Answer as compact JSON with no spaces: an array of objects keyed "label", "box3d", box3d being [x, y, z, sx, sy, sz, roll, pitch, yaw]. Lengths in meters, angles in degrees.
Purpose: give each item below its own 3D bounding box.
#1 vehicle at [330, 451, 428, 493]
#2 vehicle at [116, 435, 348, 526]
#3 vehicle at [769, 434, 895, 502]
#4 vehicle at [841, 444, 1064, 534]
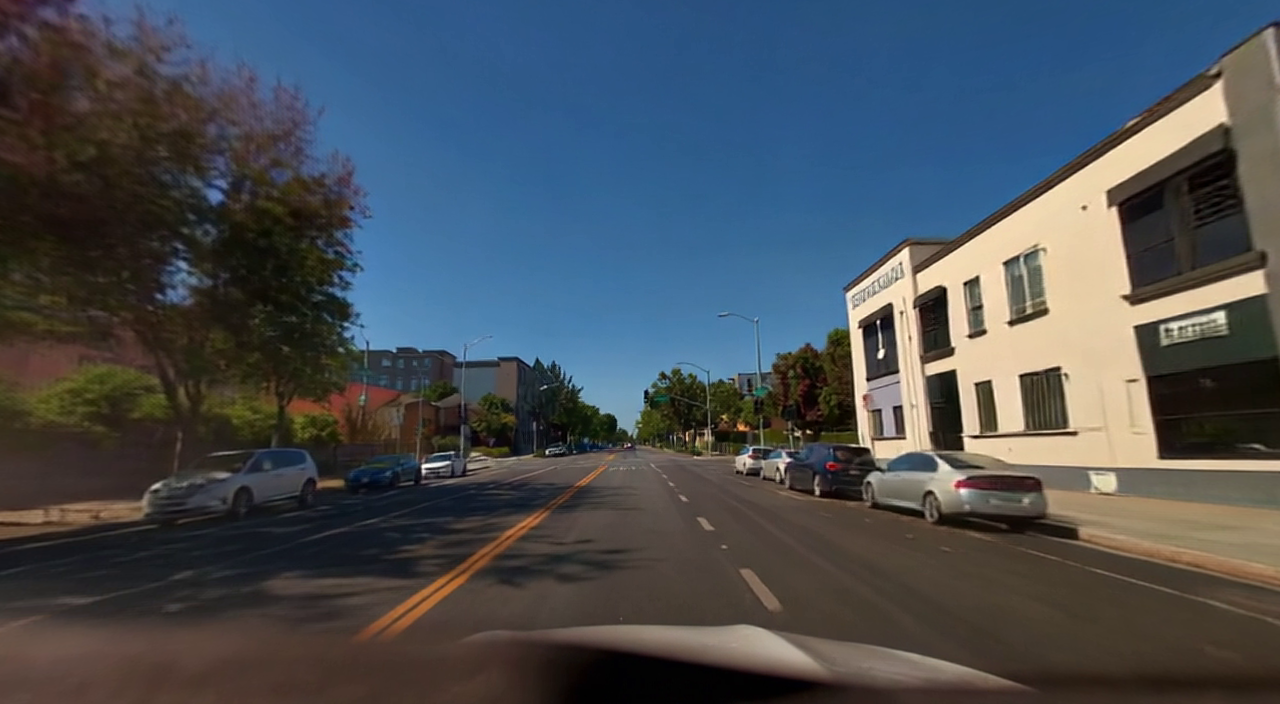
[{"label":"vehicle","box3d":[-10.193,4.688,25.092,1.953,1.387,4.529,0,-8,0]},{"label":"vehicle","box3d":[-9.856,3.086,16.047,2.228,1.863,5.407,-1,-8,1]},{"label":"vehicle","box3d":[5.732,3.502,19.703,2.227,1.811,5.172,0,-8,-1]},{"label":"vehicle","box3d":[6.137,2.700,13.309,2.038,1.482,4.994,0,-8,-2]}]
